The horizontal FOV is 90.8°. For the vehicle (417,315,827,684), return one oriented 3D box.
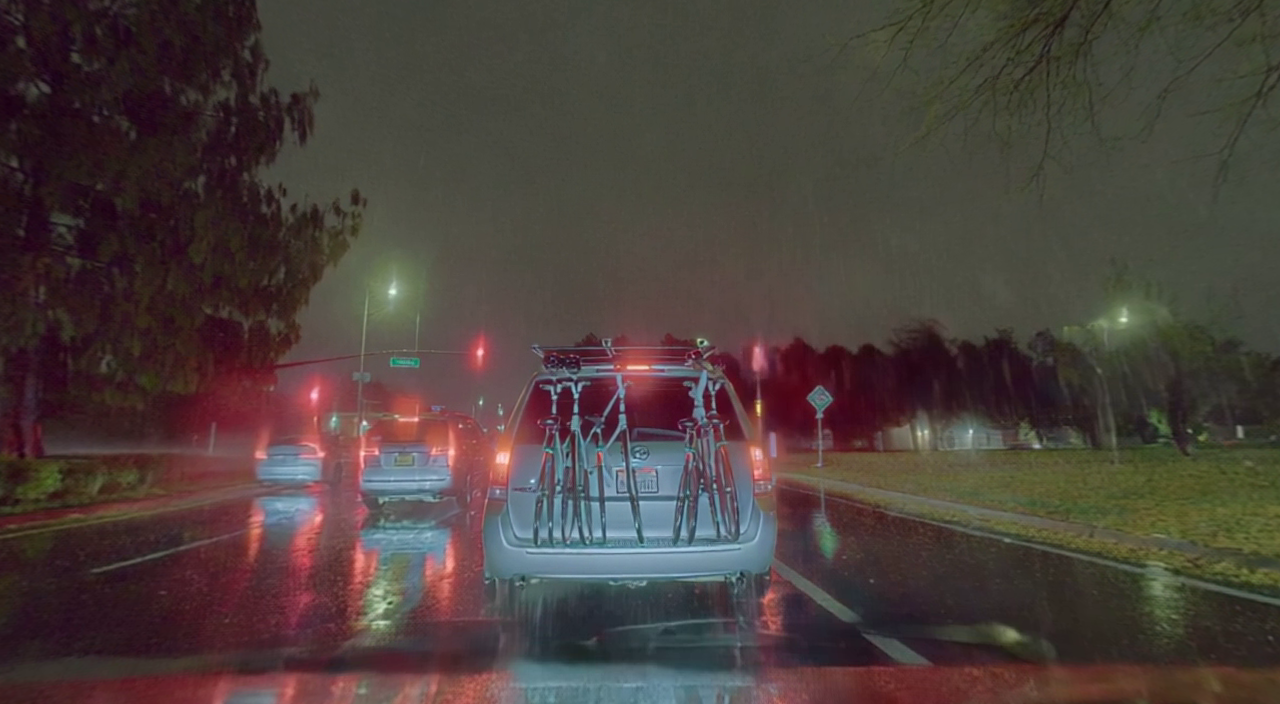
[{"bbox_3d":[-0.237,1.158,6.001,2.333,2.087,4.586,0,-8,-4],"label":"vehicle"}]

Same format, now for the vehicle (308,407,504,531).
[{"bbox_3d":[-4.176,2.194,12.467,2.337,1.858,5.409,1,-9,-7],"label":"vehicle"}]

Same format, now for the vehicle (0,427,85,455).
[{"bbox_3d":[-36.368,5.383,38.082,3.926,1.536,1.731,0,-8,-8],"label":"vehicle"}]

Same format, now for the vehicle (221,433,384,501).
[{"bbox_3d":[-8.517,2.929,16.499,2.024,1.511,4.550,1,-8,-4],"label":"vehicle"}]

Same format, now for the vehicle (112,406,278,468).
[{"bbox_3d":[-28.086,5.423,40.279,8.040,3.335,3.070,-2,-9,-8],"label":"vehicle"}]
